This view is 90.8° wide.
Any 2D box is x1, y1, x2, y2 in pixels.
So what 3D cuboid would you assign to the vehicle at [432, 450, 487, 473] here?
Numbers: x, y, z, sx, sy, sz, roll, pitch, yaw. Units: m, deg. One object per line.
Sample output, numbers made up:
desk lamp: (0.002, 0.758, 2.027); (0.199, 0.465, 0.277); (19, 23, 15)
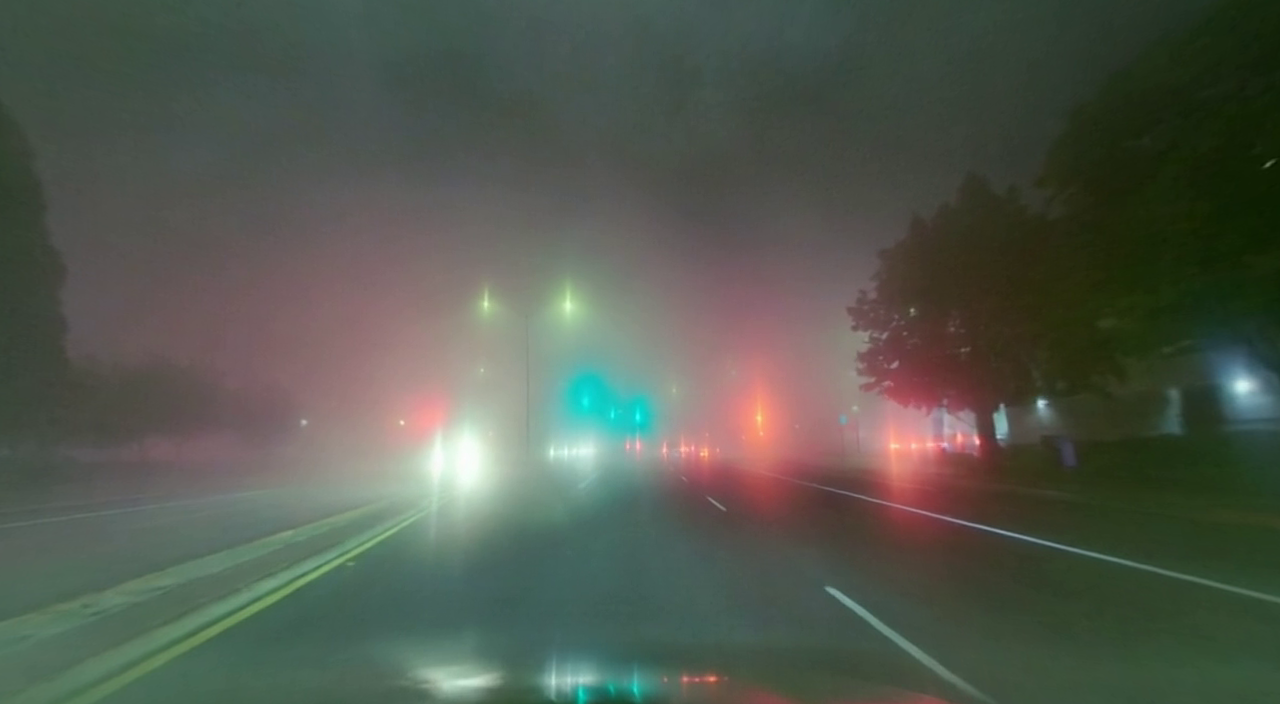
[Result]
vehicle: (-12.021, 7.313, 42.459); (2.247, 1.475, 4.593); (-1, -9, 1)
